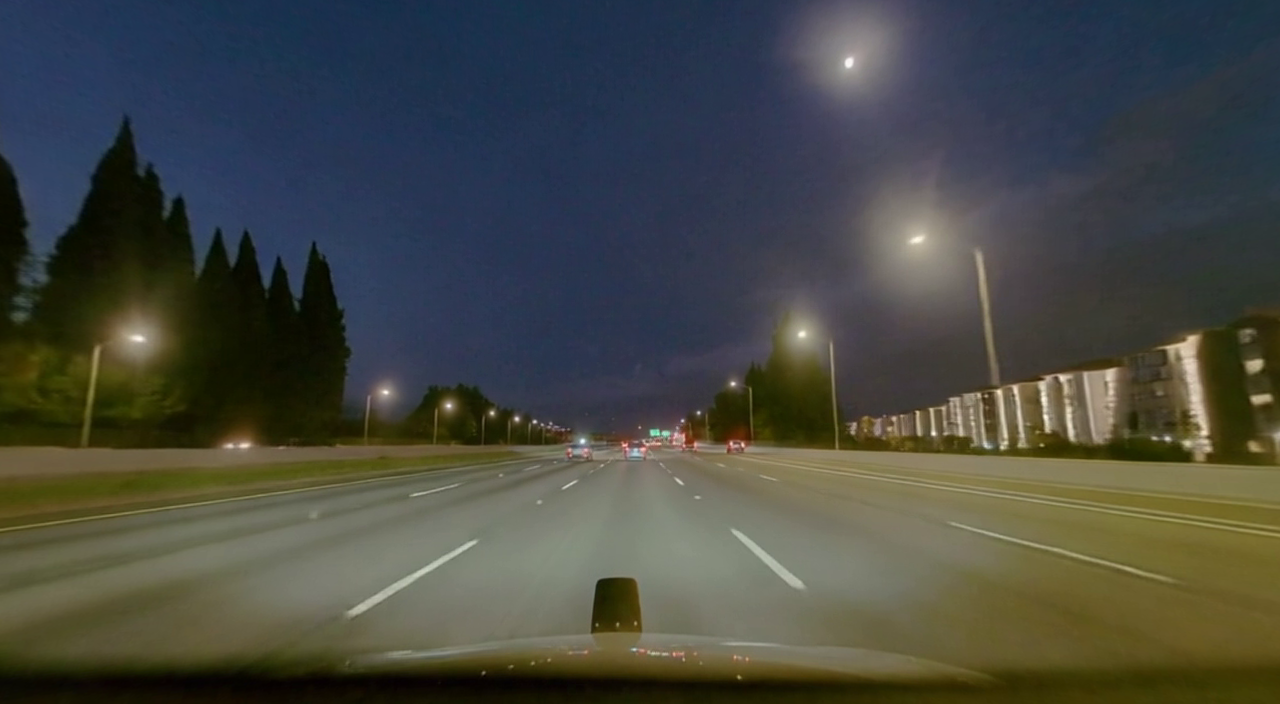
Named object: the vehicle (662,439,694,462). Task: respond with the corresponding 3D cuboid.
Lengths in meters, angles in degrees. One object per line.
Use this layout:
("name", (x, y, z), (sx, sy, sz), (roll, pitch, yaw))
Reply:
("vehicle", (2.801, 7.359, 47.304), (2.084, 1.624, 3.935), (0, -9, -1))

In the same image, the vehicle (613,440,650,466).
("vehicle", (-0.528, 6.195, 38.776), (2.146, 1.485, 4.332), (0, -9, 0))
